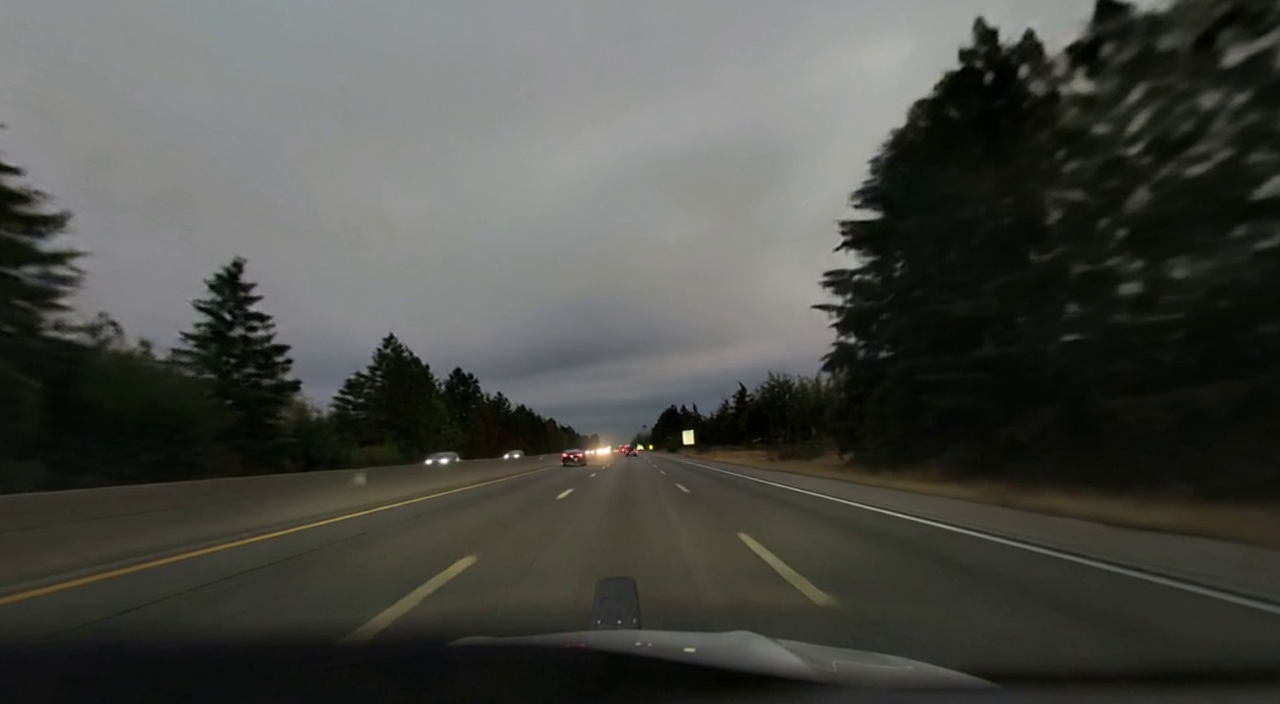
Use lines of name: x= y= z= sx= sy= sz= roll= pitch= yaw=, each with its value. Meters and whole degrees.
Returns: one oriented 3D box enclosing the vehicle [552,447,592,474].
vehicle: x=-3.982 y=6.418 z=37.349 sx=1.970 sy=1.492 sz=3.944 roll=0 pitch=-9 yaw=0
